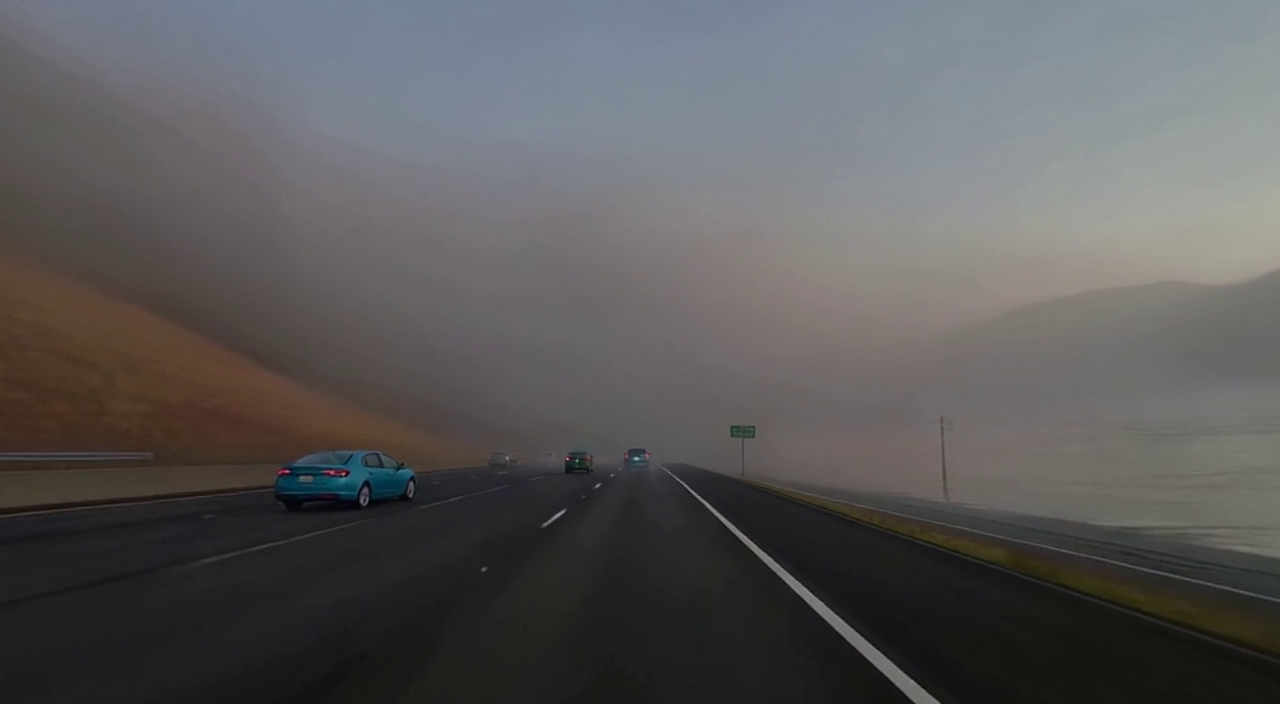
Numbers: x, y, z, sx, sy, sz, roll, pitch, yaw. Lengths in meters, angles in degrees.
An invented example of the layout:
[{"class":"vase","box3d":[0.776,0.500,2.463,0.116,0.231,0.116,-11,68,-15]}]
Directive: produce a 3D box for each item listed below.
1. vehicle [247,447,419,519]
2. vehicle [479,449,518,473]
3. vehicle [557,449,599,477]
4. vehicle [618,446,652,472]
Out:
[{"class":"vehicle","box3d":[-7.153,3.059,15.309,1.991,1.441,4.265,0,-8,1]},{"class":"vehicle","box3d":[-11.060,8.553,49.730,2.025,1.750,4.505,0,-8,0]},{"class":"vehicle","box3d":[-3.708,6.703,38.391,2.144,1.505,4.649,0,-8,-1]},{"class":"vehicle","box3d":[-0.356,7.399,43.779,2.225,1.674,4.044,0,-8,-1]}]
